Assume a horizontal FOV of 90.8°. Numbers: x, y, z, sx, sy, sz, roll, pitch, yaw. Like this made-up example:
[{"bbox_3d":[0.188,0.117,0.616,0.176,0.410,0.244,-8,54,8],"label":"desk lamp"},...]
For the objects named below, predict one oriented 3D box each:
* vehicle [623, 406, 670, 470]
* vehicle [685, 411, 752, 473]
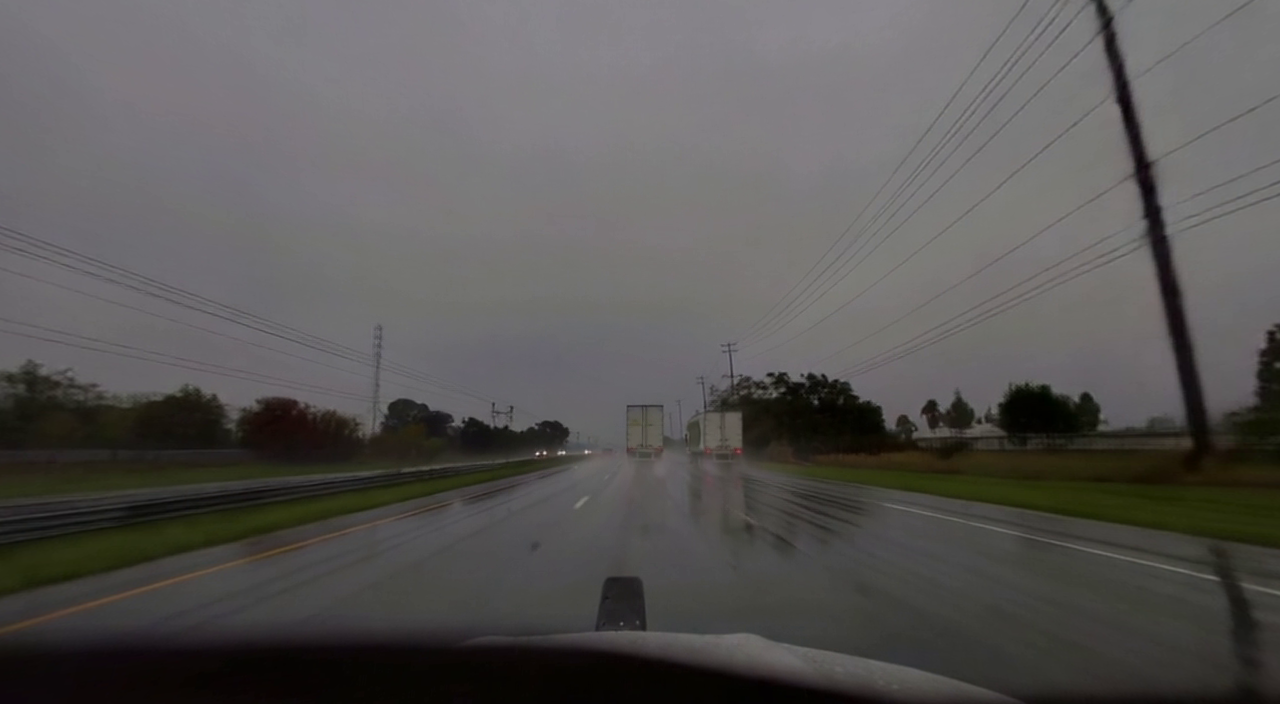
[{"bbox_3d":[0.509,6.500,46.602,2.997,4.076,13.224,0,-9,1],"label":"vehicle"},{"bbox_3d":[4.661,5.671,39.230,2.938,3.378,8.820,0,-9,0],"label":"vehicle"}]
